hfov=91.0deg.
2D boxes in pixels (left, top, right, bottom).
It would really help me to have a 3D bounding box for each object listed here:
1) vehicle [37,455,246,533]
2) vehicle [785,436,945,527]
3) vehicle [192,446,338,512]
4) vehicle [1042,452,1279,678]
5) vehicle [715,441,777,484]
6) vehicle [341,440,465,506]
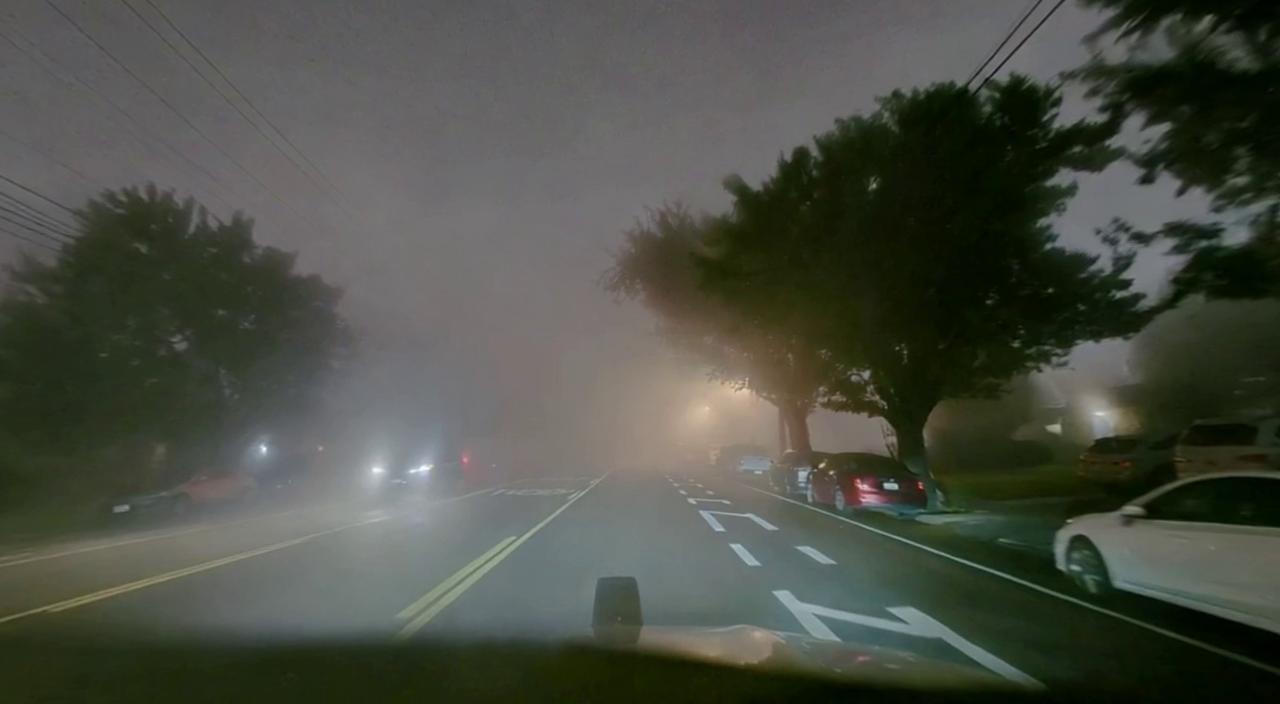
[{"bbox_3d":[-12.397,3.504,16.091,1.851,1.639,4.204,0,-9,0],"label":"vehicle"},{"bbox_3d":[4.977,2.896,14.749,1.962,1.748,4.659,0,-9,-1],"label":"vehicle"},{"bbox_3d":[-12.184,4.123,20.870,2.066,1.796,4.407,-4,-9,2],"label":"vehicle"},{"bbox_3d":[5.218,1.441,4.272,1.942,1.461,4.575,0,-9,0],"label":"vehicle"},{"bbox_3d":[5.015,5.313,30.607,2.123,1.928,4.752,0,-9,-1],"label":"vehicle"},{"bbox_3d":[-6.870,3.526,18.824,1.957,1.700,4.318,0,-9,1],"label":"vehicle"}]
